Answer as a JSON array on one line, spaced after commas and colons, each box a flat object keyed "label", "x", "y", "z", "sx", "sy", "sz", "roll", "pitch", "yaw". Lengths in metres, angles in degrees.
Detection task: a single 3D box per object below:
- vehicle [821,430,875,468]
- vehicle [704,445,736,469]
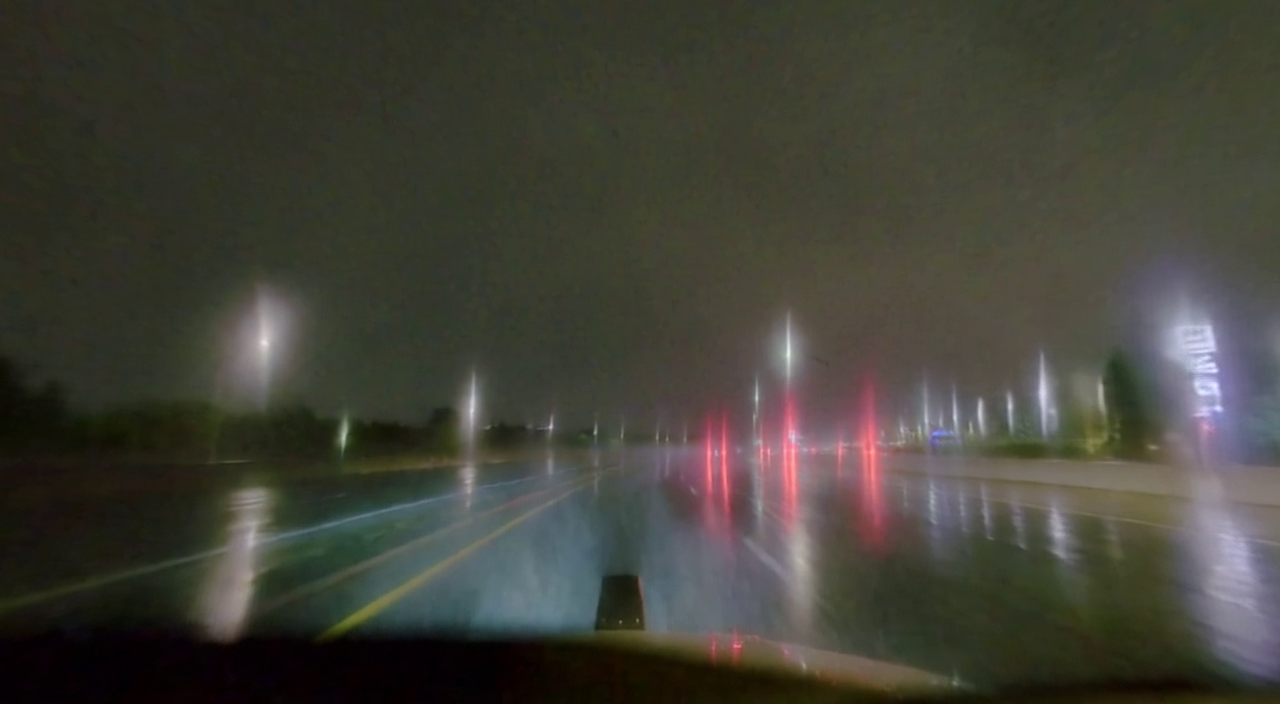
[{"label": "vehicle", "x": 14.271, "y": 6.681, "z": 43.568, "sx": 3.055, "sy": 2.511, "sz": 2.572, "roll": -2, "pitch": -9, "yaw": 8}, {"label": "vehicle", "x": 5.376, "y": 7.098, "z": 42.958, "sx": 1.874, "sy": 1.506, "sz": 4.116, "roll": -1, "pitch": -8, "yaw": 3}]
